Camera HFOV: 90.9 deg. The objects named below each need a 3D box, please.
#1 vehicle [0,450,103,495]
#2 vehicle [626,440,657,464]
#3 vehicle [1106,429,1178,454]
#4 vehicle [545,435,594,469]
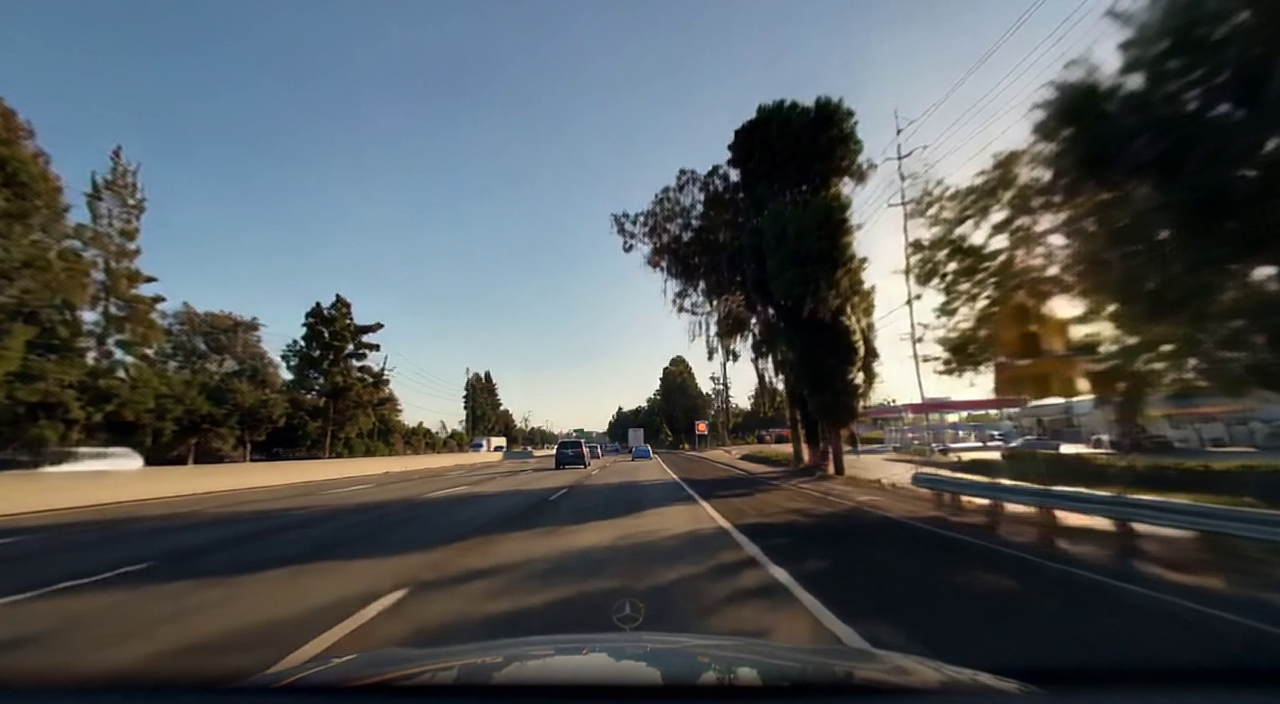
[{"bbox_3d":[-24.644,4.786,25.508,1.850,1.618,4.548,0,-9,-1],"label":"vehicle"},{"bbox_3d":[0.067,6.908,43.712,1.982,1.524,3.800,0,-9,-2],"label":"vehicle"},{"bbox_3d":[30.584,5.456,38.382,4.664,1.408,1.774,5,-10,-30],"label":"vehicle"},{"bbox_3d":[-4.059,5.878,37.163,2.273,1.884,4.515,0,-9,1],"label":"vehicle"}]
